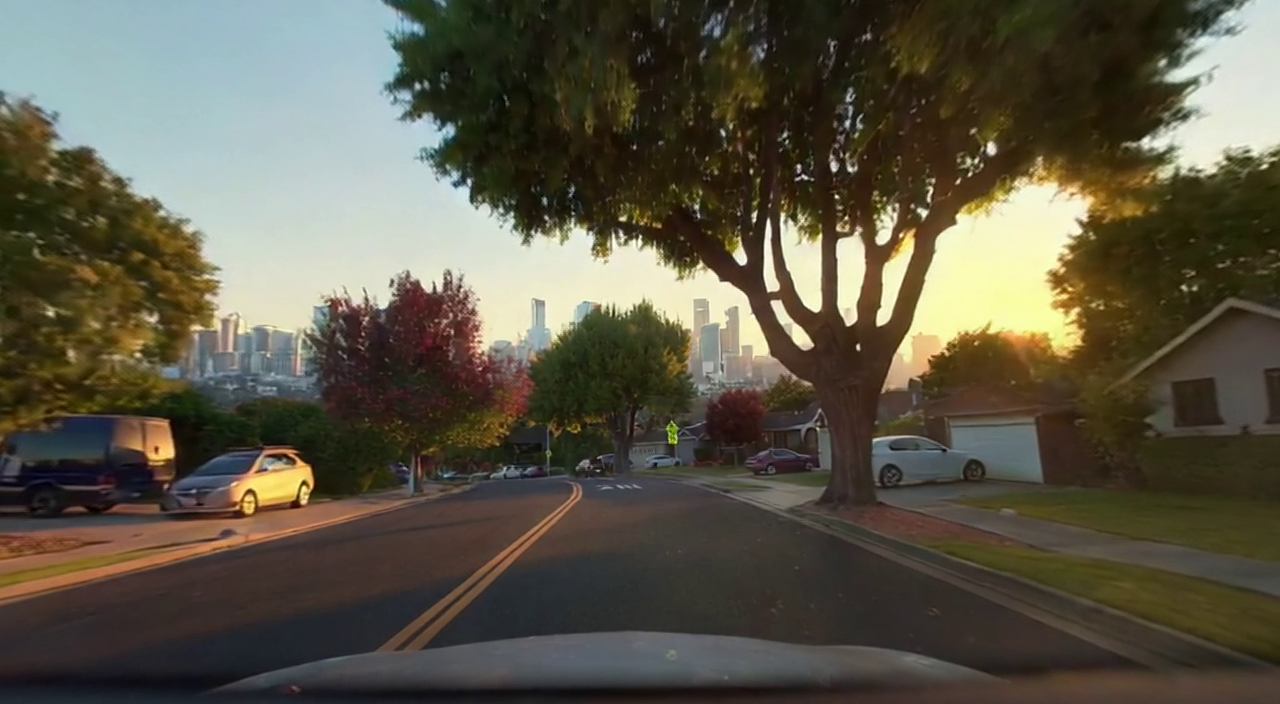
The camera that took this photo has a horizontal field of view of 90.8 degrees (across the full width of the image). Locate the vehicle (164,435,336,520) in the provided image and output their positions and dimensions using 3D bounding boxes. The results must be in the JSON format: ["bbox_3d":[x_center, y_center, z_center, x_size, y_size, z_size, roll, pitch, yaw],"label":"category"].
[{"bbox_3d":[-10.283,3.292,17.221,2.073,1.899,4.869,0,-9,-7],"label":"vehicle"}]

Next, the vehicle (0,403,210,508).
[{"bbox_3d":[-14.171,2.484,15.204,5.662,2.292,2.422,1,-10,-14],"label":"vehicle"}]

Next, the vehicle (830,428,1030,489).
[{"bbox_3d":[9.266,3.363,20.238,5.751,1.733,2.138,2,-9,-17],"label":"vehicle"}]

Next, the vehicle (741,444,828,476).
[{"bbox_3d":[8.065,6.023,35.381,4.284,1.522,1.893,0,-8,-19],"label":"vehicle"}]
